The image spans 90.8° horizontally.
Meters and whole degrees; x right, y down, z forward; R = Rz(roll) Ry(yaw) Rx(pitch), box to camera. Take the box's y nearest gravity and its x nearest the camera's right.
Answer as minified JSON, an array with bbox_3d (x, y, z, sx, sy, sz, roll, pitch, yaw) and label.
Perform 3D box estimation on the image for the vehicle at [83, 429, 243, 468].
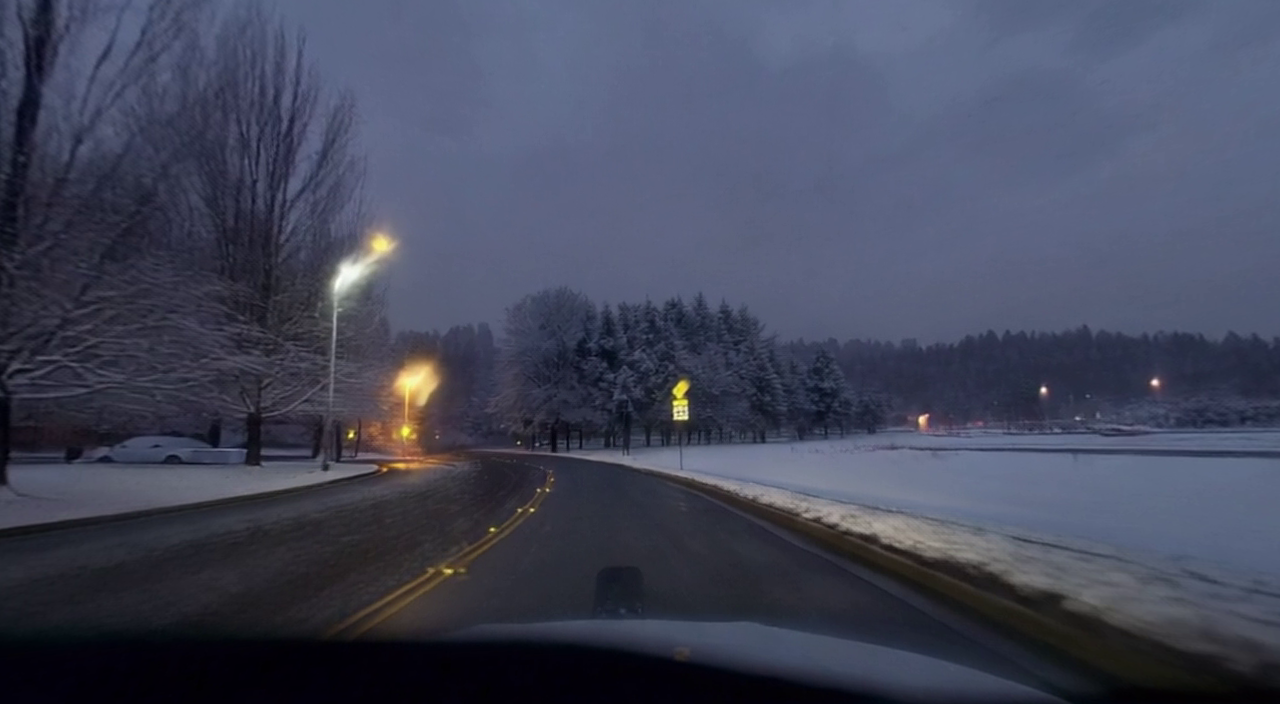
[{"bbox_3d":[-22.918,4.686,30.616,5.613,1.775,2.357,1,-9,-6],"label":"vehicle"}]
